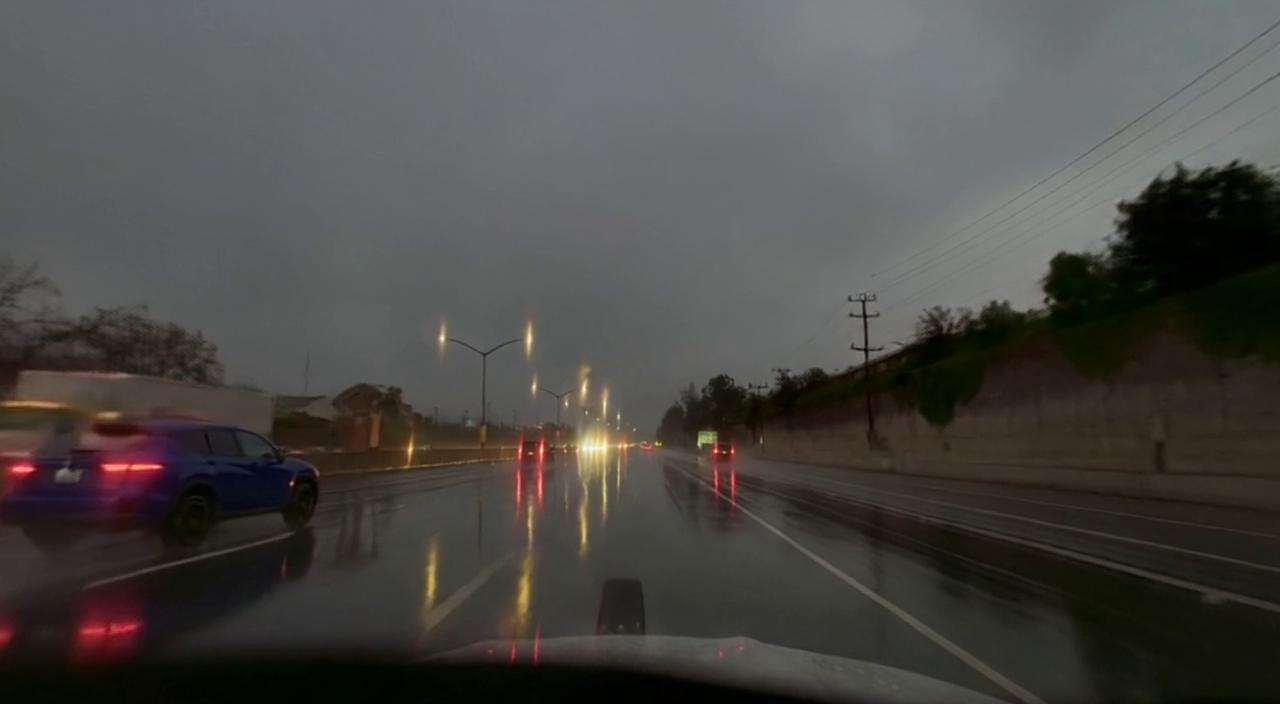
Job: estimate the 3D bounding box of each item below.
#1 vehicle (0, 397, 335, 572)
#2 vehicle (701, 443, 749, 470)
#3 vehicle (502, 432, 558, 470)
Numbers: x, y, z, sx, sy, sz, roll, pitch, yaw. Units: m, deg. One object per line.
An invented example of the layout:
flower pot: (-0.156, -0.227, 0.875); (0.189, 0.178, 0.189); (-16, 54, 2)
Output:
vehicle: (-6.360, 1.639, 8.544); (2.058, 1.698, 4.567); (0, -9, 1)
vehicle: (5.131, 6.378, 38.639); (2.251, 1.520, 4.550); (1, -9, -1)
vehicle: (-6.115, 5.595, 35.737); (2.255, 1.934, 4.868); (0, -9, 0)
